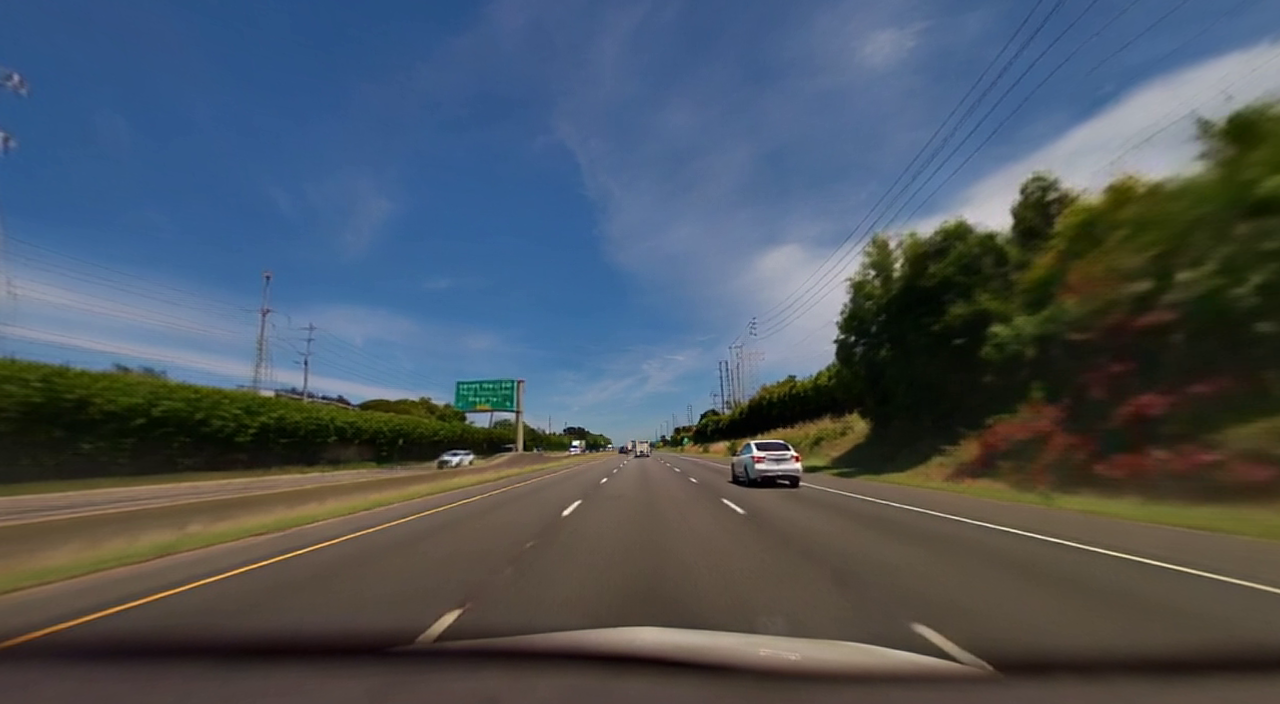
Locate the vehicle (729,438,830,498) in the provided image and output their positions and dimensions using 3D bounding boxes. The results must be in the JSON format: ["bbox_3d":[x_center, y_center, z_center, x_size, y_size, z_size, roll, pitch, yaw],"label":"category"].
[{"bbox_3d":[4.036,3.431,18.902,2.054,1.565,4.089,0,-9,-1],"label":"vehicle"}]
